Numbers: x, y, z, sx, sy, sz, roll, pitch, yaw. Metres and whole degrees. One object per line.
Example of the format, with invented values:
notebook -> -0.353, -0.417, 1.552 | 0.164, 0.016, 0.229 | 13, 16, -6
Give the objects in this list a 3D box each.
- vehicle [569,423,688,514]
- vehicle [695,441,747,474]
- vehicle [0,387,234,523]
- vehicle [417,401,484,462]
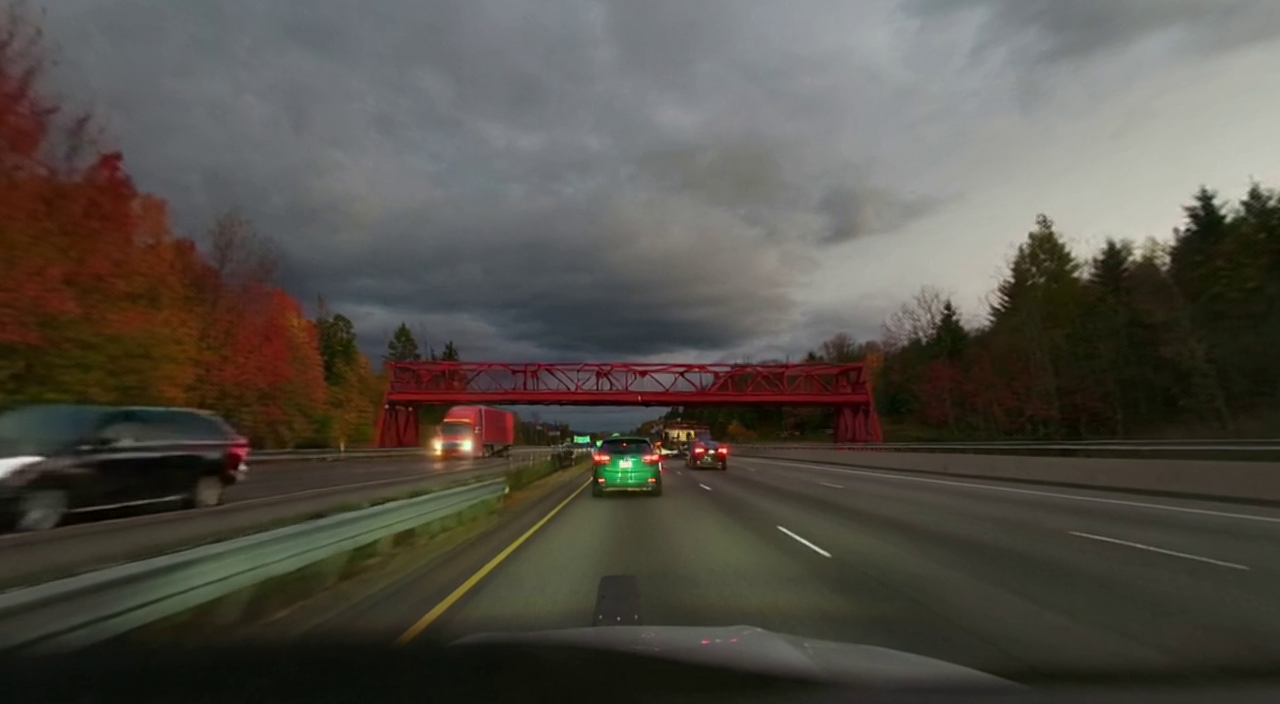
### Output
vehicle -> -0.235, 2.538, 14.022 | 2.259, 1.699, 4.015 | 0, -9, 0
vehicle -> 3.907, 5.117, 30.688 | 1.894, 1.487, 3.751 | 0, -9, -2
vehicle -> -8.980, 1.606, 9.890 | 2.111, 1.674, 4.548 | 0, -9, -1
vehicle -> -13.919, 5.940, 46.578 | 3.271, 4.196, 5.696 | 0, -9, -1
